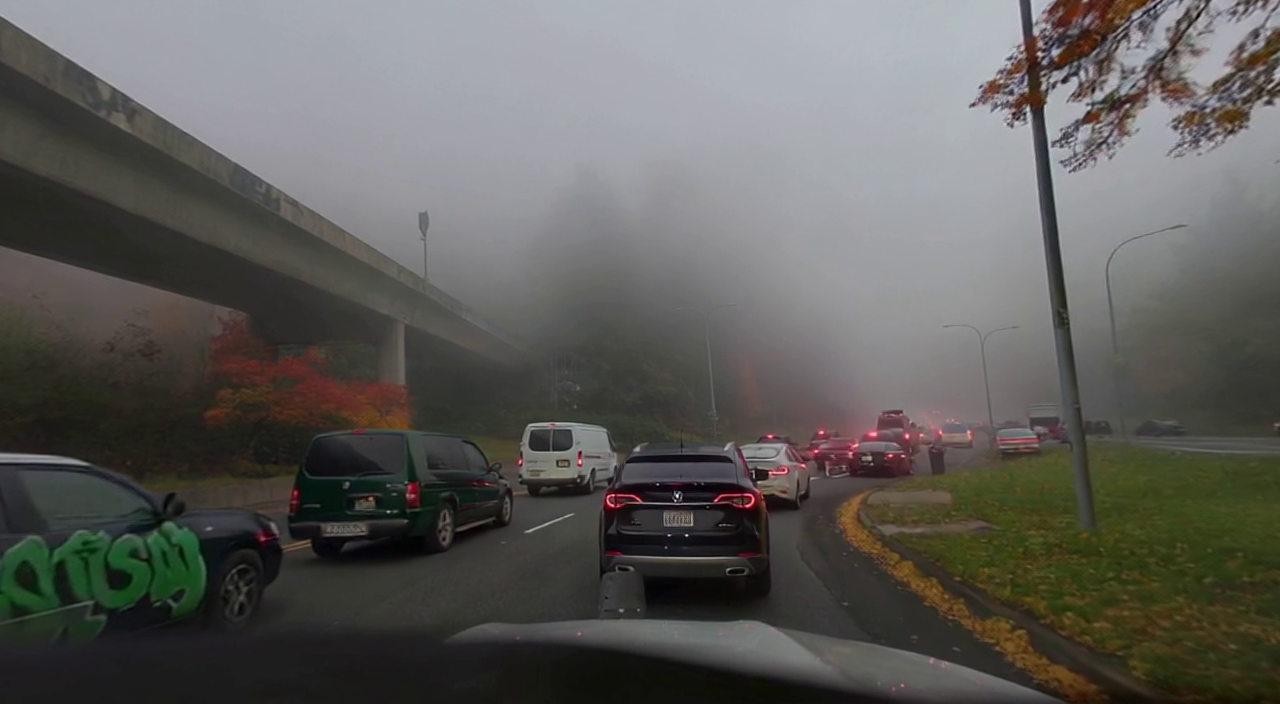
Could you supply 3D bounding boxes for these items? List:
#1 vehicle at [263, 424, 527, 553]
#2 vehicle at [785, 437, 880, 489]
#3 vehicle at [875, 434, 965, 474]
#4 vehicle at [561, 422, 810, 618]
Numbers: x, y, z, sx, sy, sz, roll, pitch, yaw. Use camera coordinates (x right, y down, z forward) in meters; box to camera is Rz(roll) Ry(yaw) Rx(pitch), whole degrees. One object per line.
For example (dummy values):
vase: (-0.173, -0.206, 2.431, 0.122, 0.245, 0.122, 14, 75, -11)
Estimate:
vehicle: (-3.437, 2.001, 9.827, 1.921, 1.554, 4.081, -2, -9, 11)
vehicle: (6.132, 3.439, 19.683, 1.780, 1.446, 3.902, -6, -11, 32)
vehicle: (11.564, 4.168, 25.777, 3.934, 1.485, 1.763, 7, -12, -40)
vehicle: (0.785, 1.638, 7.003, 2.064, 1.515, 3.722, -3, -9, 14)
